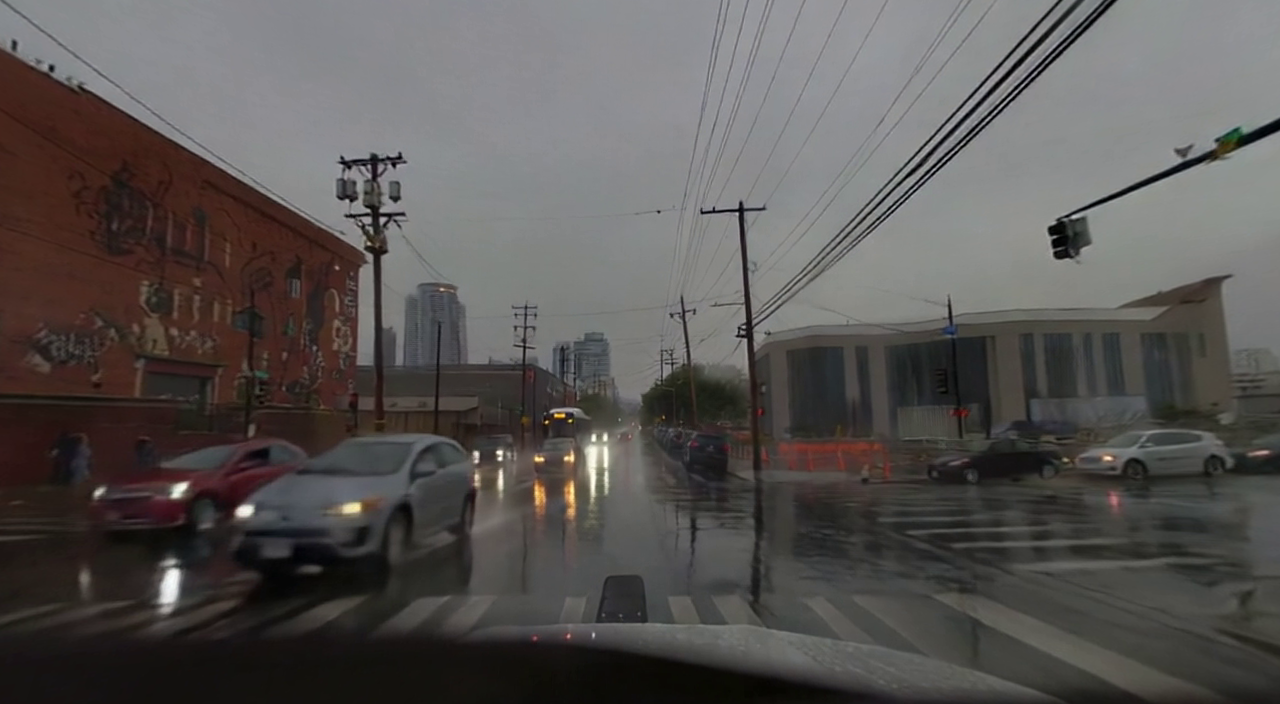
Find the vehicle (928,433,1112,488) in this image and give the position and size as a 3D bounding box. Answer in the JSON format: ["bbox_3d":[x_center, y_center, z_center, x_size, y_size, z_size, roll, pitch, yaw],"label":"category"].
[{"bbox_3d":[12.070,3.481,20.365,4.576,1.650,1.980,-1,-9,2],"label":"vehicle"}]

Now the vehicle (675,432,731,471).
[{"bbox_3d":[2.944,4.824,30.628,2.171,1.751,4.373,0,-9,-1],"label":"vehicle"}]

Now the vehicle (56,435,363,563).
[{"bbox_3d":[-7.019,2.389,11.268,1.892,1.706,5.224,0,-9,-1],"label":"vehicle"}]

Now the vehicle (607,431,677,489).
[{"bbox_3d":[0.017,3.681,21.876,2.190,1.783,4.048,0,-9,-1],"label":"vehicle"}]

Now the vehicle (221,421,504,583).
[{"bbox_3d":[-3.327,1.867,8.636,2.055,1.660,3.954,0,-9,0],"label":"vehicle"}]

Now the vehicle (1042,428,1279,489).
[{"bbox_3d":[14.239,2.887,17.252,5.045,1.527,2.107,0,-9,-1],"label":"vehicle"}]

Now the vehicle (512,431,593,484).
[{"bbox_3d":[-3.464,4.357,26.306,2.474,1.926,5.823,0,-9,1],"label":"vehicle"}]
